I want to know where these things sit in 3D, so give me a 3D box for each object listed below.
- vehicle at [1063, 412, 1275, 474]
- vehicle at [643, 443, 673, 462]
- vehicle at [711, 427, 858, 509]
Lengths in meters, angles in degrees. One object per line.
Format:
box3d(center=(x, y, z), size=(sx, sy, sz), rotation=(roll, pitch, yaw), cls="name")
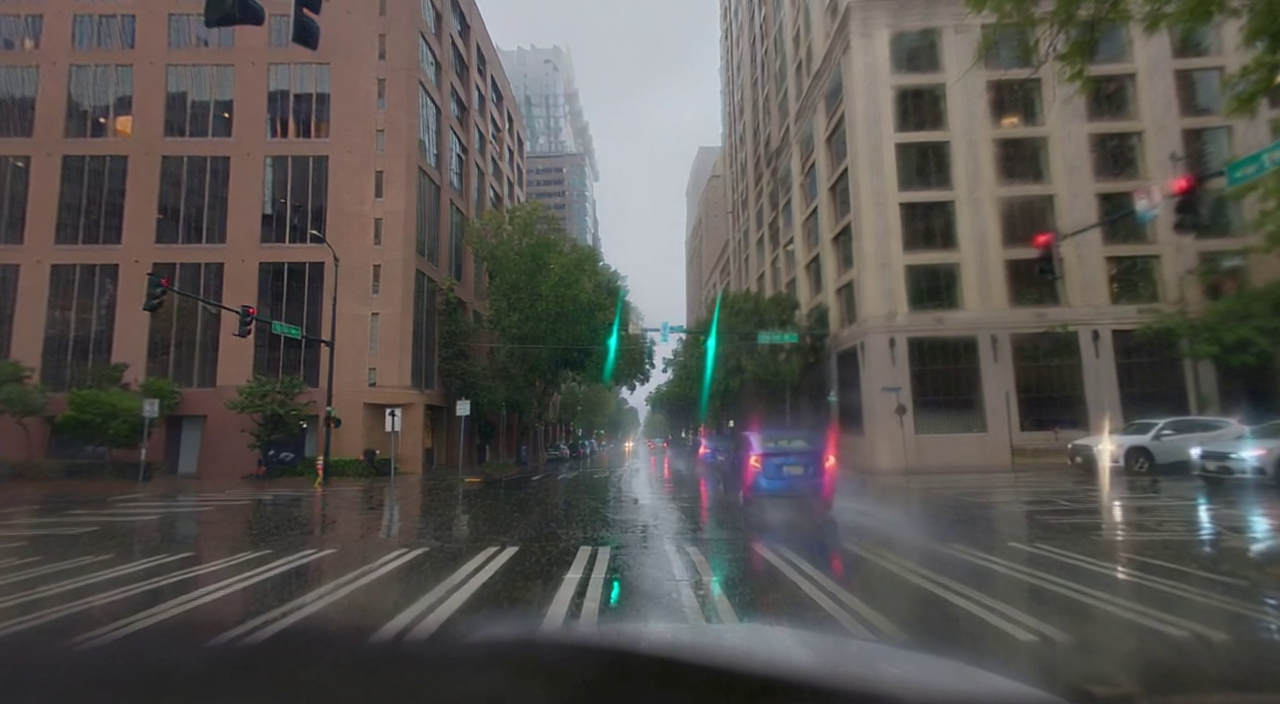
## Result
box3d(center=(16.912, 2.939, 20.402), size=(4.802, 1.860, 2.146), rotation=(0, -8, 1), cls="vehicle")
box3d(center=(1.352, 7.828, 49.278), size=(2.040, 1.421, 4.550), rotation=(0, -8, -3), cls="vehicle")
box3d(center=(2.882, 2.436, 13.699), size=(2.039, 1.470, 4.355), rotation=(0, -8, -2), cls="vehicle")
